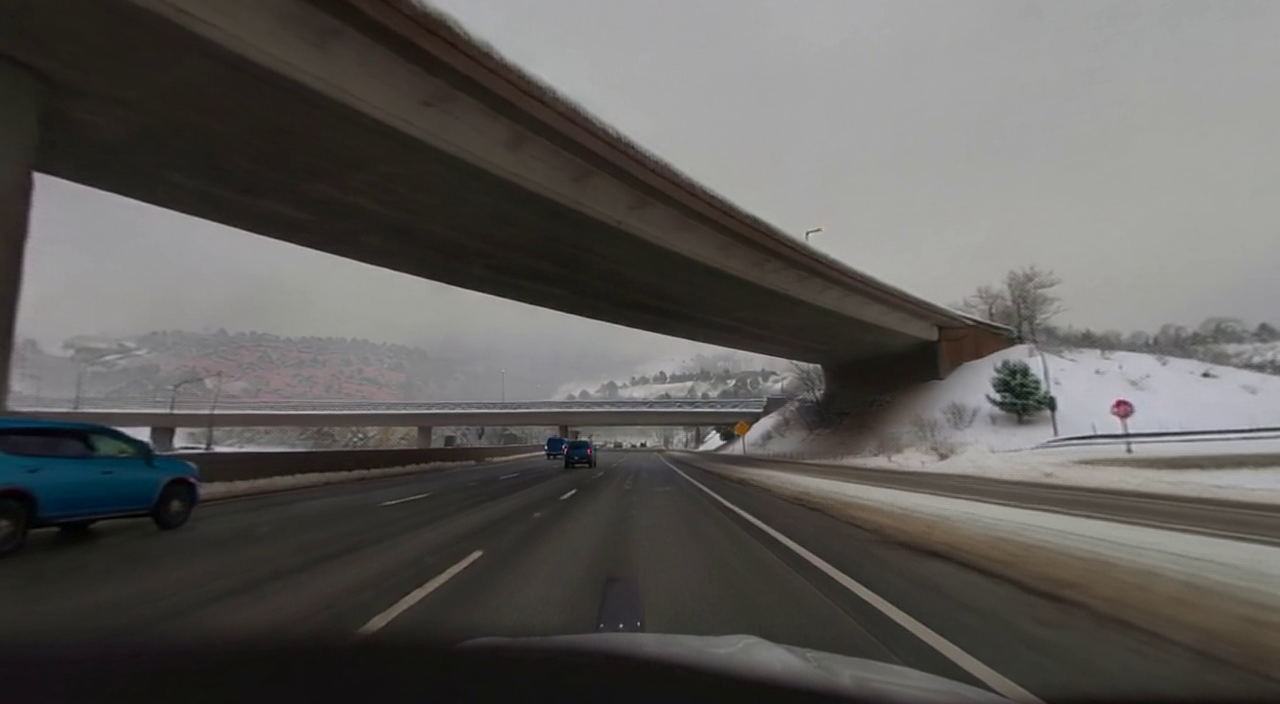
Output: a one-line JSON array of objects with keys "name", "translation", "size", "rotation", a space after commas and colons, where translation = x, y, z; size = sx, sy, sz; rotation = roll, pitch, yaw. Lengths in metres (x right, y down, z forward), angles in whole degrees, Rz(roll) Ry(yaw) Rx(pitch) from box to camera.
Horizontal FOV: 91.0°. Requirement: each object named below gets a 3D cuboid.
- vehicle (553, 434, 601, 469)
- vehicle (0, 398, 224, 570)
[{"name": "vehicle", "translation": [-3.569, 5.781, 36.722], "size": [2.144, 1.847, 4.850], "rotation": [0, -8, 1]}, {"name": "vehicle", "translation": [-7.468, 1.460, 7.263], "size": [2.092, 1.712, 4.627], "rotation": [0, -8, 1]}]
